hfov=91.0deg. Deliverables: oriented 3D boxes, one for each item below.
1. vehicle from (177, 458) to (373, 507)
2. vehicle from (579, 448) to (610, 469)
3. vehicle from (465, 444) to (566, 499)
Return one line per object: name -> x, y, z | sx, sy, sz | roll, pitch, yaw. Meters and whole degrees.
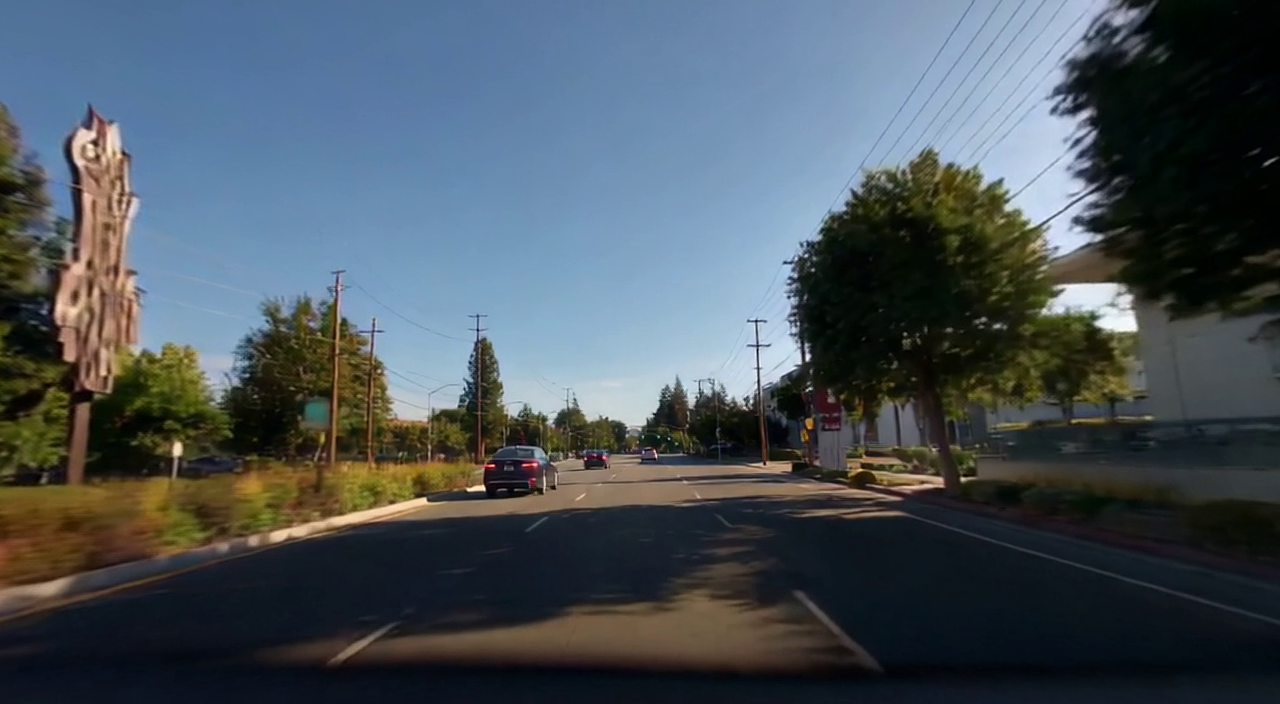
vehicle -> -7.976, 2.871, 14.161 | 2.700, 0.905, 2.928 | 0, -9, -2
vehicle -> -3.500, 8.257, 48.991 | 2.039, 1.479, 4.257 | 0, -9, 1
vehicle -> -3.560, 3.496, 18.868 | 2.076, 1.444, 4.328 | 0, -9, 1
